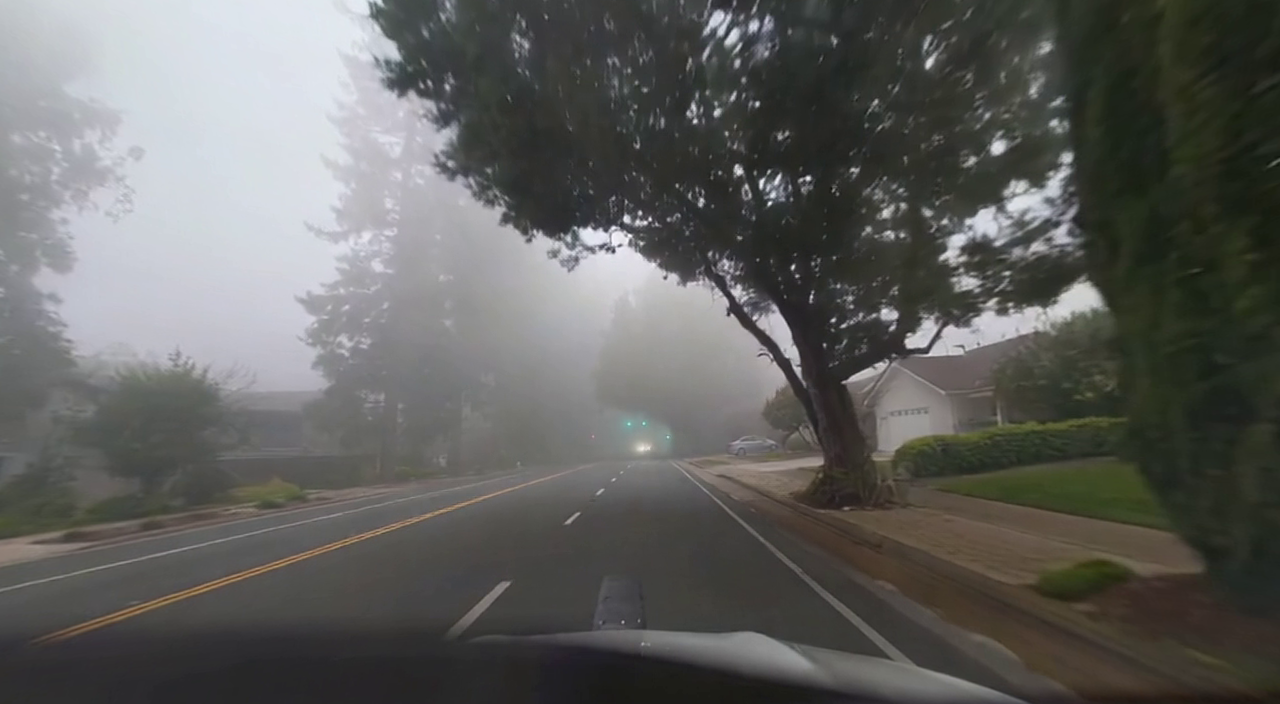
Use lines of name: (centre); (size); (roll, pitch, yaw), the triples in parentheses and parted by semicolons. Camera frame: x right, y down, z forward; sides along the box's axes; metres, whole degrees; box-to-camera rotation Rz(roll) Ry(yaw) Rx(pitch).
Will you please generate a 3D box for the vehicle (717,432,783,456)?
vehicle: (8.619, 7.213, 49.118); (4.636, 1.823, 1.997); (3, -9, -18)
